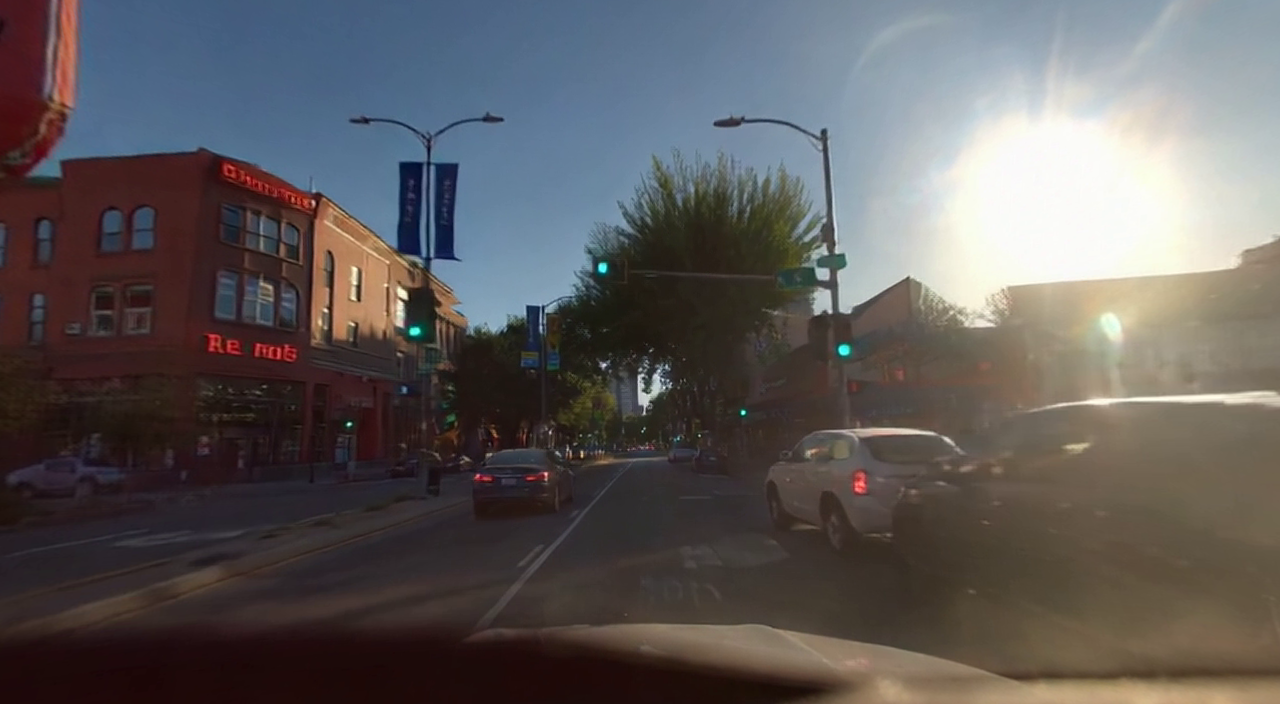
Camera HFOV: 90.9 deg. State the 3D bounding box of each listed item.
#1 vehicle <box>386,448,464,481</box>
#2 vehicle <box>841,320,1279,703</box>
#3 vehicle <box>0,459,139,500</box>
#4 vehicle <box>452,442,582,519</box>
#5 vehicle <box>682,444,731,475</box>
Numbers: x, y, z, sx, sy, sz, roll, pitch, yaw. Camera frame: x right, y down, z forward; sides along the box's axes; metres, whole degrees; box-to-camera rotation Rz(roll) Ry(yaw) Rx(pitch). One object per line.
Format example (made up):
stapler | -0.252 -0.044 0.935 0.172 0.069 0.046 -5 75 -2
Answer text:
vehicle | -12.323 6.360 35.985 4.737 1.741 2.092 -8 -11 42
vehicle | 3.065 1.050 3.881 1.997 1.773 4.657 0 -8 -1
vehicle | -23.732 5.246 26.029 4.358 1.522 1.970 -1 -8 2
vehicle | -2.563 2.794 14.307 2.030 1.436 4.388 -1 -8 1
vehicle | 3.396 5.564 32.983 1.950 1.462 4.807 0 -8 -1
